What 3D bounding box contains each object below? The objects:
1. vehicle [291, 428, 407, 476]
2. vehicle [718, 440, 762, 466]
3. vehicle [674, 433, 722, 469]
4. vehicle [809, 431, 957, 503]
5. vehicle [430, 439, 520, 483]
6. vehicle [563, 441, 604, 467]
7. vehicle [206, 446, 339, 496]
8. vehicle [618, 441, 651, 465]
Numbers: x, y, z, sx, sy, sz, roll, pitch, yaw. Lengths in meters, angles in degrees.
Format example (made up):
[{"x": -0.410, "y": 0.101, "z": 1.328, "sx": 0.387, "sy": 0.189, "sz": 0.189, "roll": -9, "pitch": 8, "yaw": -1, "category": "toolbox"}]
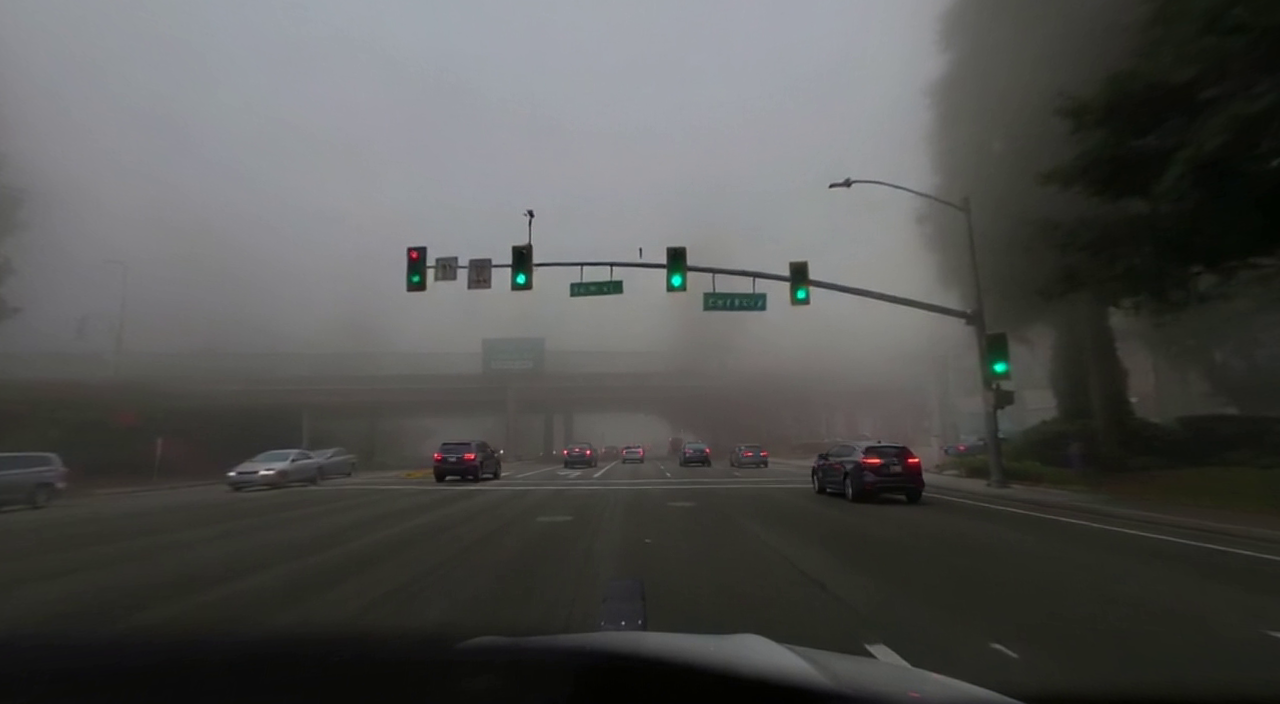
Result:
[{"x": -19.199, "y": 6.725, "z": 42.437, "sx": 3.019, "sy": 2.822, "sz": 10.028, "roll": 0, "pitch": -8, "yaw": 0, "category": "vehicle"}, {"x": 6.188, "y": 6.311, "z": 39.459, "sx": 1.924, "sy": 1.527, "sz": 4.268, "roll": 0, "pitch": -8, "yaw": -2, "category": "vehicle"}, {"x": 3.005, "y": 5.273, "z": 33.463, "sx": 2.034, "sy": 1.762, "sz": 4.420, "roll": 0, "pitch": -8, "yaw": -1, "category": "vehicle"}, {"x": 6.210, "y": 2.988, "z": 16.752, "sx": 2.056, "sy": 1.624, "sz": 4.498, "roll": 0, "pitch": -8, "yaw": -1, "category": "vehicle"}, {"x": -5.962, "y": 3.987, "z": 23.284, "sx": 2.070, "sy": 1.488, "sz": 4.376, "roll": 0, "pitch": -8, "yaw": 1, "category": "vehicle"}, {"x": -3.334, "y": 6.152, "z": 37.903, "sx": 2.041, "sy": 1.466, "sz": 4.212, "roll": 0, "pitch": -8, "yaw": 0, "category": "vehicle"}, {"x": -12.245, "y": 3.945, "z": 21.303, "sx": 1.802, "sy": 1.478, "sz": 4.391, "roll": 0, "pitch": -8, "yaw": 1, "category": "vehicle"}, {"x": -0.372, "y": 6.562, "z": 40.789, "sx": 2.026, "sy": 1.453, "sz": 3.780, "roll": 0, "pitch": -8, "yaw": 0, "category": "vehicle"}]
